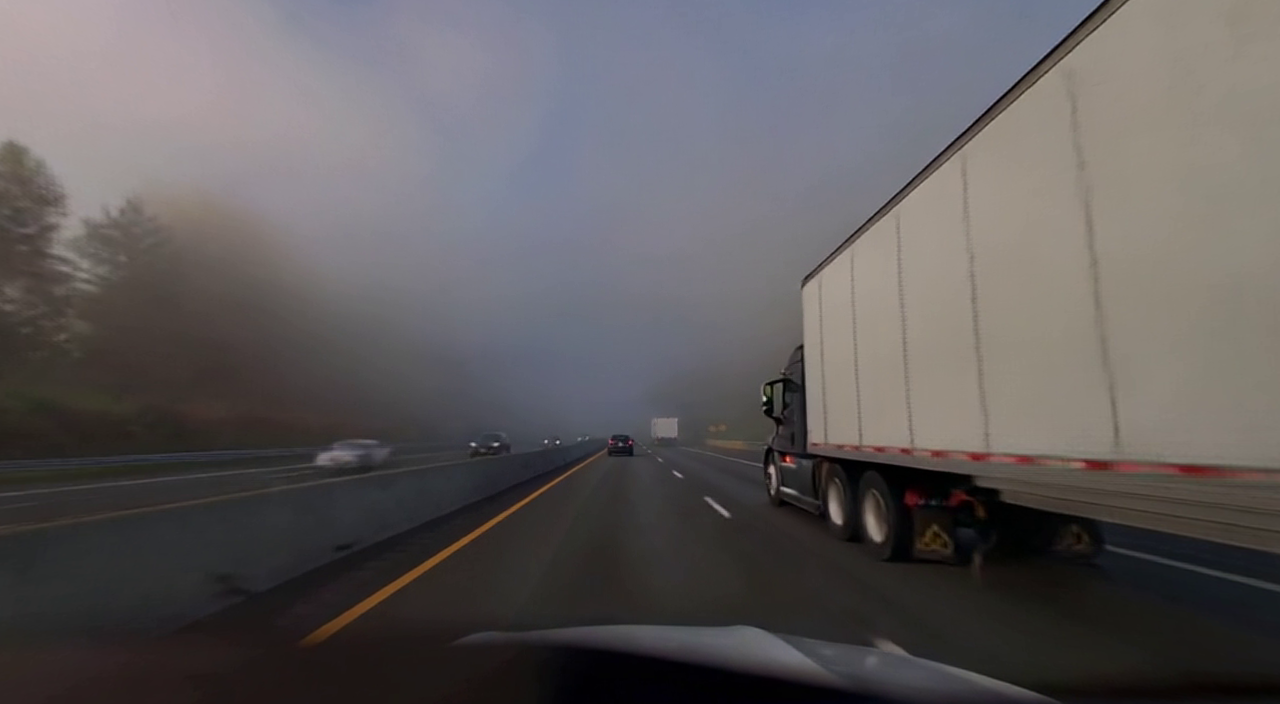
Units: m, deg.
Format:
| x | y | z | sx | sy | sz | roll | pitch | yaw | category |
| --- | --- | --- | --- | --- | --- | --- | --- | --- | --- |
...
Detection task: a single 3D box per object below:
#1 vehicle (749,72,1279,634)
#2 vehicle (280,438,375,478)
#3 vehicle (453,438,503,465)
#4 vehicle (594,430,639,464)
| x | y | z | sx | sy | sz | roll | pitch | yaw | category |
| --- | --- | --- | --- | --- | --- | --- | --- | --- | --- |
| 3.988 | 0.501 | 8.910 | 2.955 | 3.940 | 9.037 | 0 | -8 | -2 | vehicle |
| -13.683 | 4.624 | 27.908 | 2.013 | 1.628 | 4.313 | 0 | -8 | -1 | vehicle |
| -9.891 | 6.095 | 38.842 | 2.045 | 1.515 | 4.117 | 0 | -8 | -1 | vehicle |
| -1.118 | 4.625 | 30.864 | 2.095 | 1.557 | 3.963 | 0 | -8 | -1 | vehicle |
